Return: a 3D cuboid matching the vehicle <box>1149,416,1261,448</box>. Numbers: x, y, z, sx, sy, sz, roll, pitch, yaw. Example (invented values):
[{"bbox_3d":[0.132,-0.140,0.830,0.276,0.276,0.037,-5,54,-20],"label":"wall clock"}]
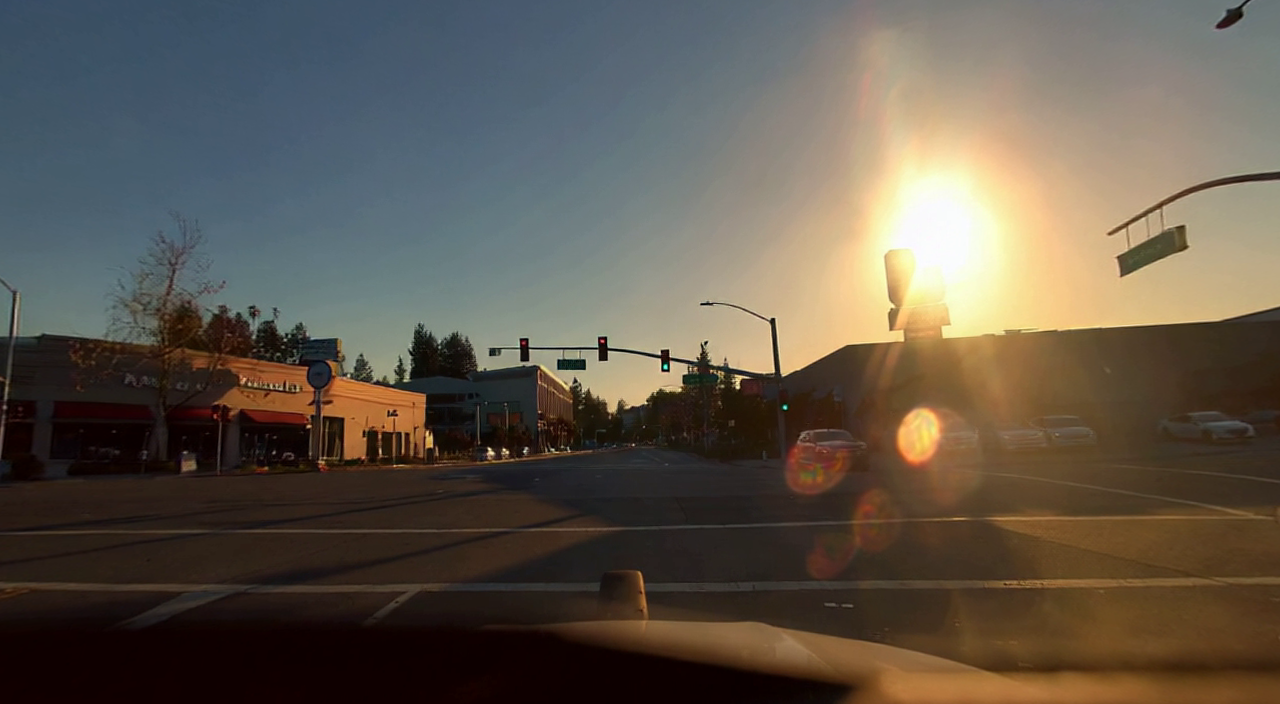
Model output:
[{"bbox_3d":[28.269,4.071,31.719,1.799,1.459,4.266,-1,-8,3],"label":"vehicle"}]
